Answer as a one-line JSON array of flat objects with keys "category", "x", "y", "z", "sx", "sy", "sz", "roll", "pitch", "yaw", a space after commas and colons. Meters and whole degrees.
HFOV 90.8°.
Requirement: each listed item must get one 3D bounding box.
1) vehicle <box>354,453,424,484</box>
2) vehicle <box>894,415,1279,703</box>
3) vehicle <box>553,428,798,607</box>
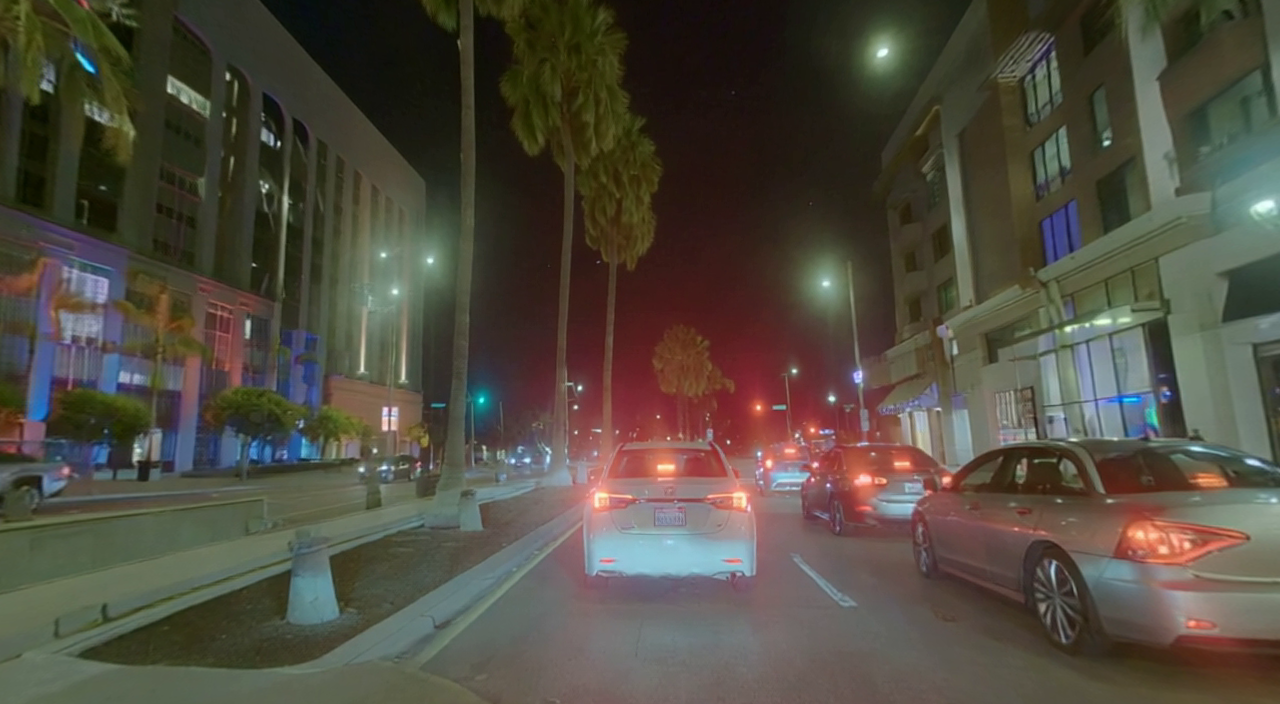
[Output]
[{"category": "vehicle", "x": -14.154, "y": 6.564, "z": 35.861, "sx": 1.801, "sy": 1.563, "sz": 4.015, "roll": -2, "pitch": -9, "yaw": 9}, {"category": "vehicle", "x": 3.638, "y": 1.297, "z": 4.572, "sx": 1.913, "sy": 1.469, "sz": 4.425, "roll": -1, "pitch": -9, "yaw": 3}, {"category": "vehicle", "x": 0.333, "y": 1.695, "z": 7.286, "sx": 2.078, "sy": 1.503, "sz": 3.681, "roll": 0, "pitch": -9, "yaw": 1}]
